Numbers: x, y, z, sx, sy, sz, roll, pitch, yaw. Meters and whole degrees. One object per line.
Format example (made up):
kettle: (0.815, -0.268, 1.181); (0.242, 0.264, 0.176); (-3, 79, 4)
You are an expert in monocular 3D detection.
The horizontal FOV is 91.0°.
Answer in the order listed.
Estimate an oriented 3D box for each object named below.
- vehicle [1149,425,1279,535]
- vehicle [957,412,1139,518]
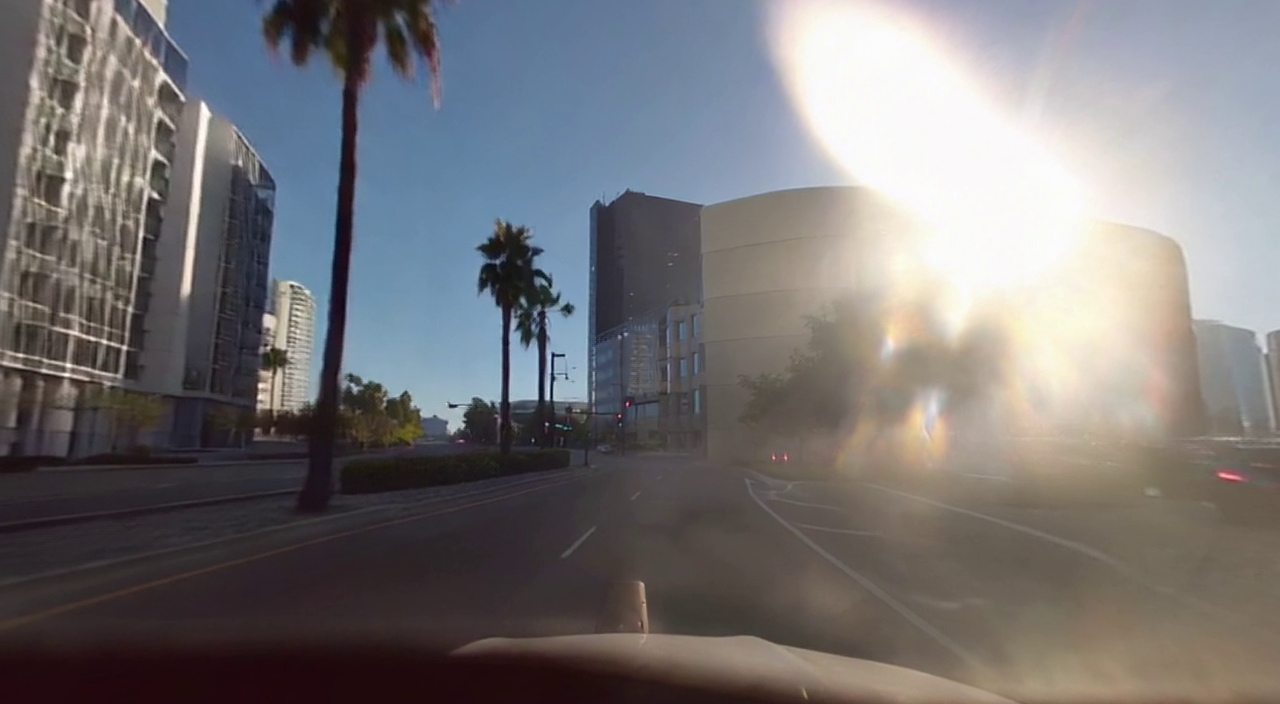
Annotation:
vehicle: (13.770, 2.920, 14.626); (2.219, 2.342, 1.744); (0, -9, 6)
vehicle: (9.335, 2.522, 14.688); (1.813, 2.150, 3.038); (4, -7, -17)
